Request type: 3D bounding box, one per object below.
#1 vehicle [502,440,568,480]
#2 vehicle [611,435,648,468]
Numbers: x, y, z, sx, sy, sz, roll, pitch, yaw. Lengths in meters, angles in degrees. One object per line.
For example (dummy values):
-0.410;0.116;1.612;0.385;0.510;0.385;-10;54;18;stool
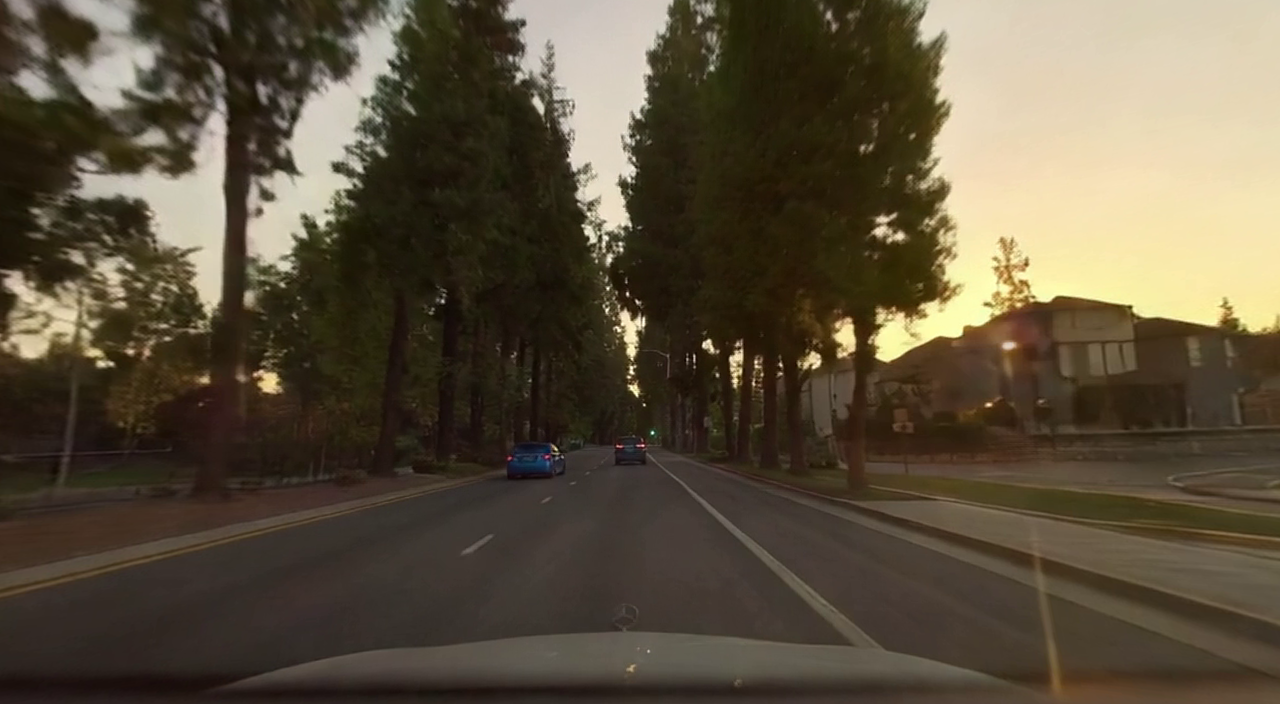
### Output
-4.171;4.361;25.776;1.917;1.448;4.178;0;-8;0;vehicle
-0.597;5.632;35.997;2.018;1.769;3.897;0;-8;-1;vehicle
